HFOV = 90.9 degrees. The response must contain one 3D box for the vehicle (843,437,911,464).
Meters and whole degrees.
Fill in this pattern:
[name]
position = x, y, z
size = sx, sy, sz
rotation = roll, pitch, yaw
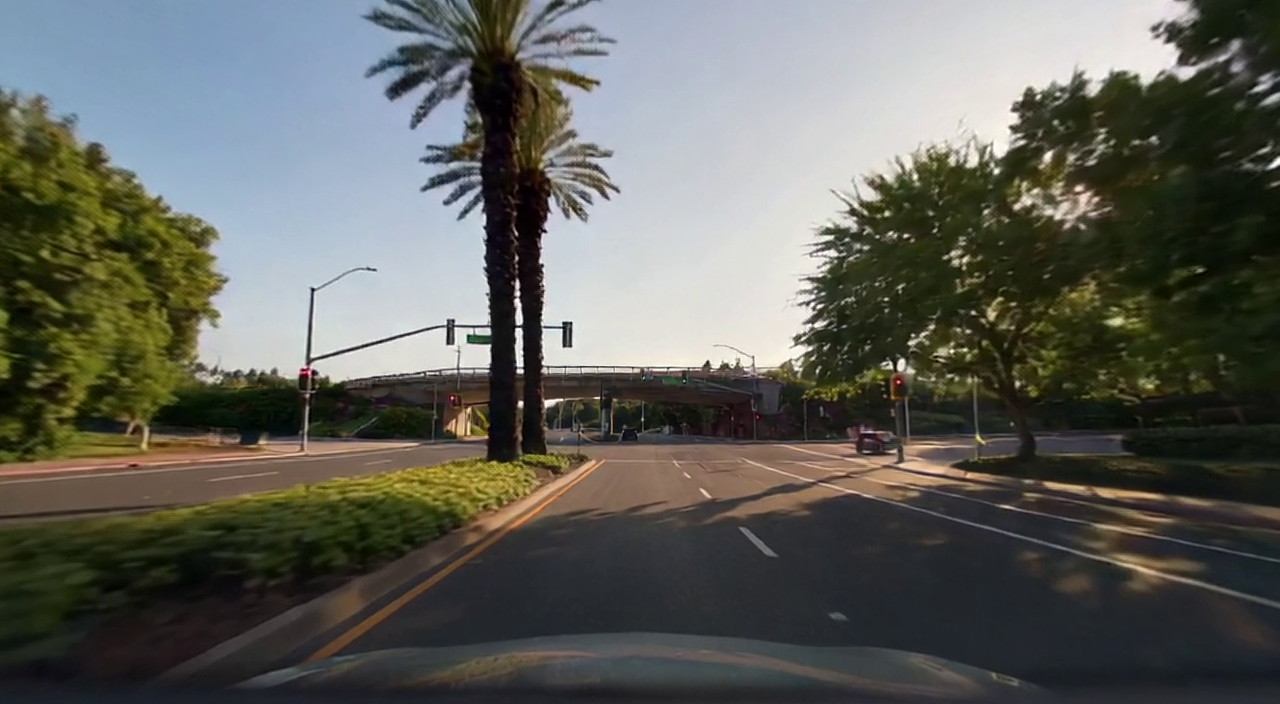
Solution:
[vehicle]
position = 13.681, 5.642, 36.248
size = 1.982, 1.436, 4.556
rotation = -8, -12, 42
